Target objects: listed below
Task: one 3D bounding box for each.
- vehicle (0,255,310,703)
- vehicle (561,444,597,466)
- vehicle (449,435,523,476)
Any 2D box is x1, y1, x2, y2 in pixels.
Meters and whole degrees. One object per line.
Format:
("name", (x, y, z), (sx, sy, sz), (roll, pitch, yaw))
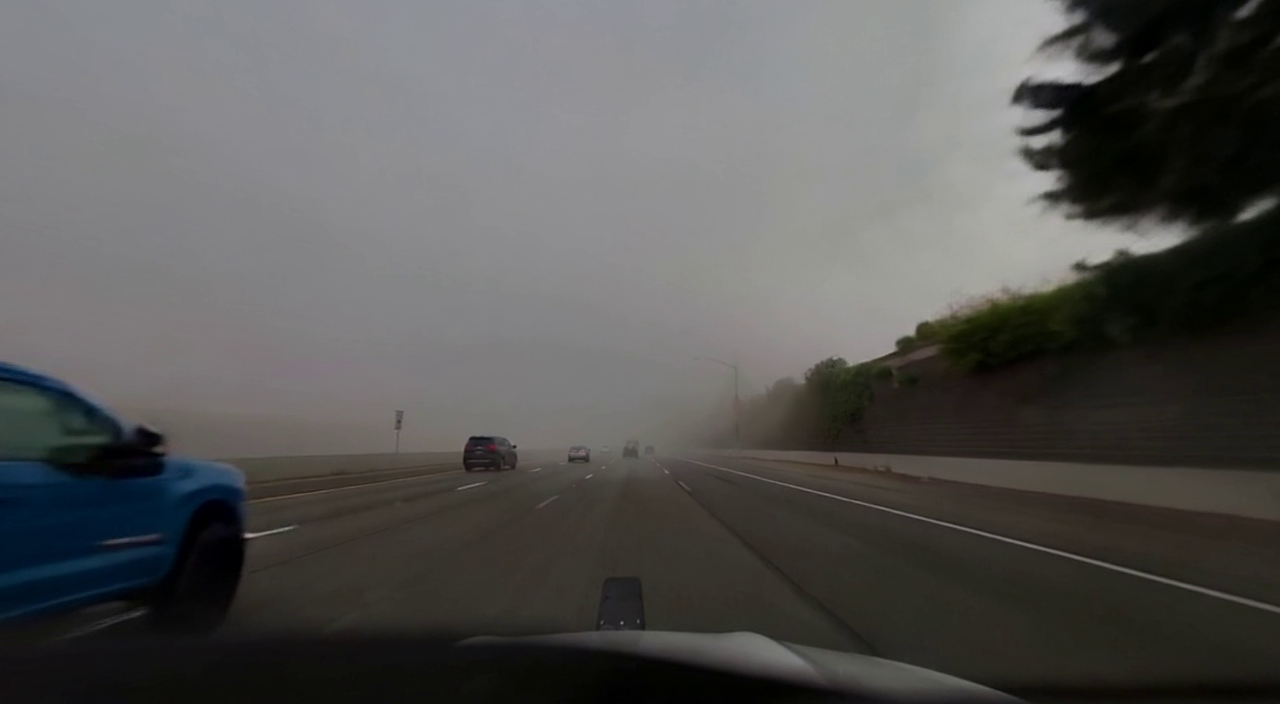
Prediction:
("vehicle", (-4.012, 0.569, 1.849), (2.604, 2.170, 6.271), (0, -9, 1))
("vehicle", (-4.229, 7.284, 44.560), (2.106, 1.452, 4.525), (0, -9, 0))
("vehicle", (-7.922, 5.375, 33.152), (2.351, 1.922, 6.335), (0, -9, 0))
